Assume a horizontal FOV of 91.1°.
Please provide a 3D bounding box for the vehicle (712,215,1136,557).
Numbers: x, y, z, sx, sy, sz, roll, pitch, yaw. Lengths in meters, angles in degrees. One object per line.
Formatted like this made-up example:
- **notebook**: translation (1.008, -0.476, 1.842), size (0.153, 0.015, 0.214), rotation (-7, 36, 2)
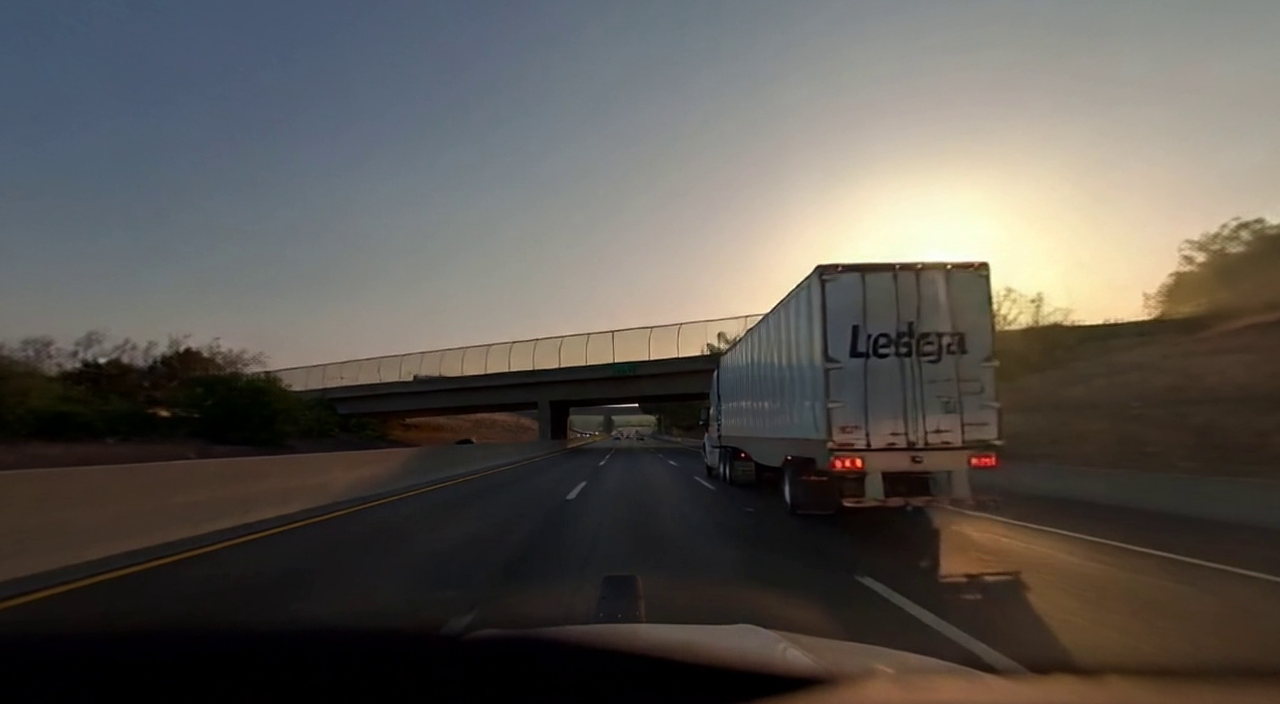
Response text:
- **vehicle**: translation (4.052, 1.270, 14.284), size (2.920, 4.029, 13.900), rotation (0, -8, -1)
